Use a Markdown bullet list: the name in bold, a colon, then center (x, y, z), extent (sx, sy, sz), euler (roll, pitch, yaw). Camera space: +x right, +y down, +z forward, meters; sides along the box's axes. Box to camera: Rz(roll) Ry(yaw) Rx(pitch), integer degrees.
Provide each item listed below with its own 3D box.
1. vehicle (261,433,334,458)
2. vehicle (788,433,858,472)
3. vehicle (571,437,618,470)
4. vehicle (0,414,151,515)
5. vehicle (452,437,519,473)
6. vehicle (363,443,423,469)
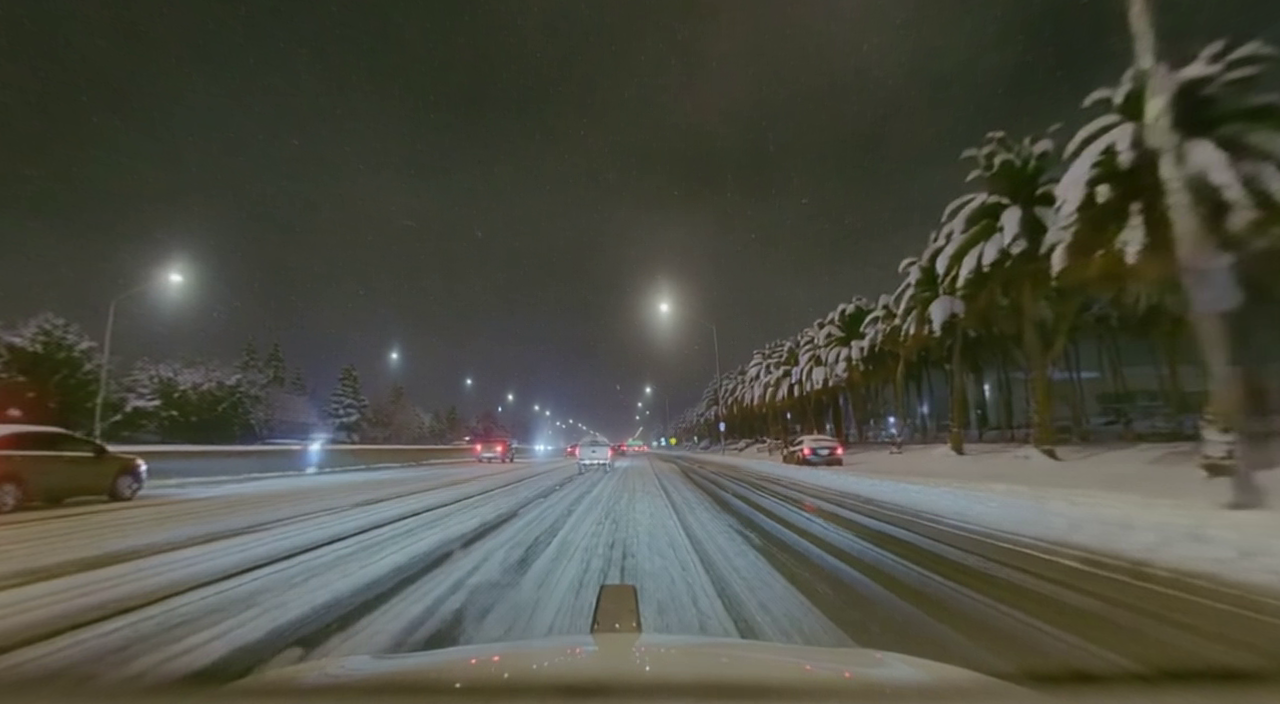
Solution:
- **vehicle**: center (-22.701, 6.234, 42.144), extent (2.088, 1.584, 4.774), euler (0, -8, 2)
- **vehicle**: center (10.272, 5.702, 36.038), extent (2.302, 2.014, 5.925), euler (0, -9, 1)
- **vehicle**: center (-2.368, 5.455, 34.194), extent (2.201, 1.672, 4.128), euler (0, -9, 0)
- **vehicle**: center (-13.044, 2.279, 12.942), extent (1.986, 1.875, 4.902), euler (0, -9, 1)
- **vehicle**: center (-7.729, 5.171, 31.991), extent (2.204, 1.677, 4.438), euler (0, -9, 1)
- **vehicle**: center (-15.850, 6.676, 40.764), extent (1.916, 1.610, 4.445), euler (0, -9, 2)
